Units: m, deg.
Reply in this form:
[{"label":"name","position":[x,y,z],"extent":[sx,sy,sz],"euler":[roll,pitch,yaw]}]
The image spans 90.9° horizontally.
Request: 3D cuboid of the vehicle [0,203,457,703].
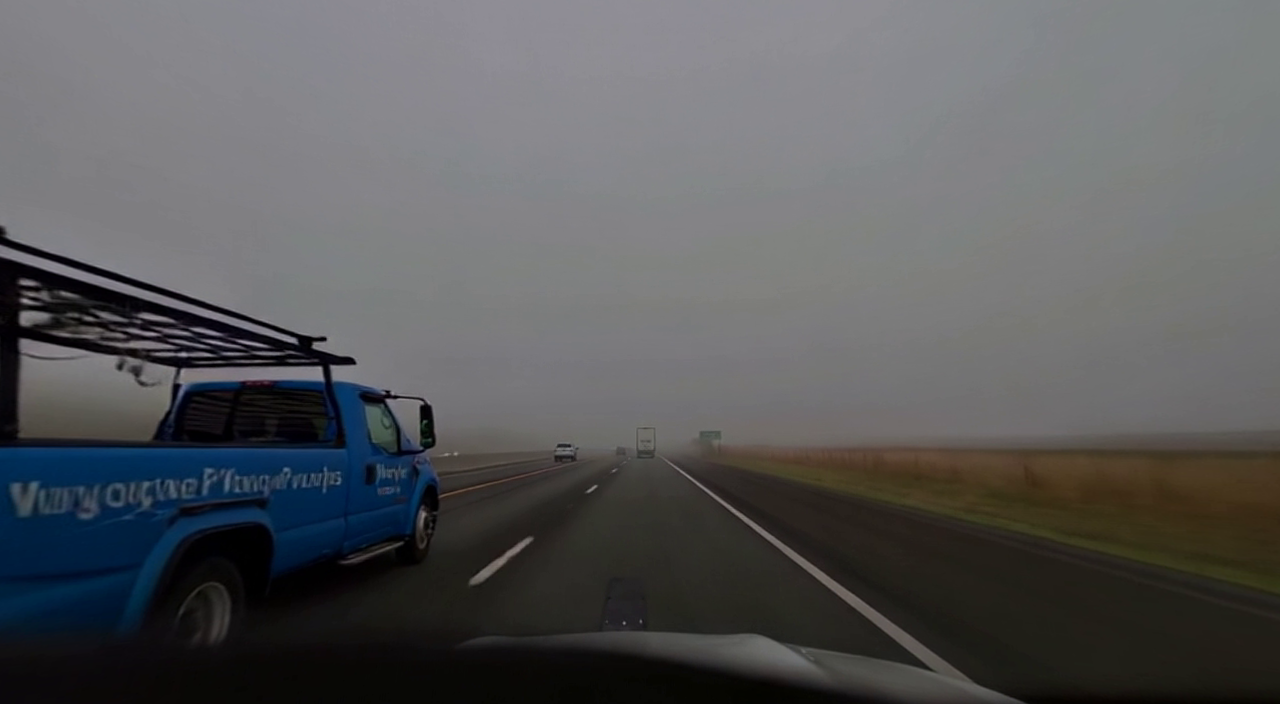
[{"label":"vehicle","position":[-3.773,0.962,4.629],"extent":[2.791,2.330,6.725],"euler":[-1,-8,0]}]
